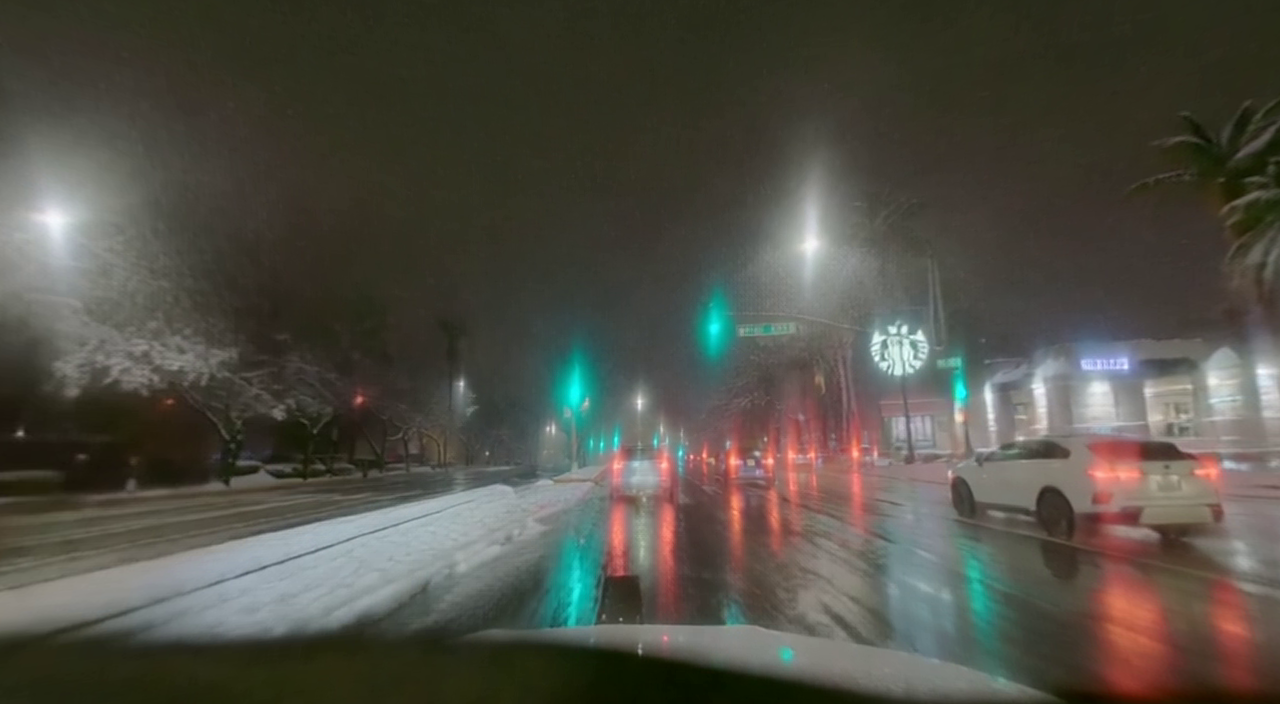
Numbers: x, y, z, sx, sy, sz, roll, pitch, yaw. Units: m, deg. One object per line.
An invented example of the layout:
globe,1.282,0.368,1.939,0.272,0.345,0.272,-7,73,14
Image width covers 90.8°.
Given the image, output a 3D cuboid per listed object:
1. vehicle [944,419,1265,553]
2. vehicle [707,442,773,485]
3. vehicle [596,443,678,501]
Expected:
vehicle,6.882,2.000,10.092,1.940,1.674,4.085,0,-8,-1
vehicle,3.903,4.400,25.316,1.892,1.532,4.177,0,-8,-1
vehicle,-0.084,3.394,18.329,2.110,1.487,3.873,0,-8,0
